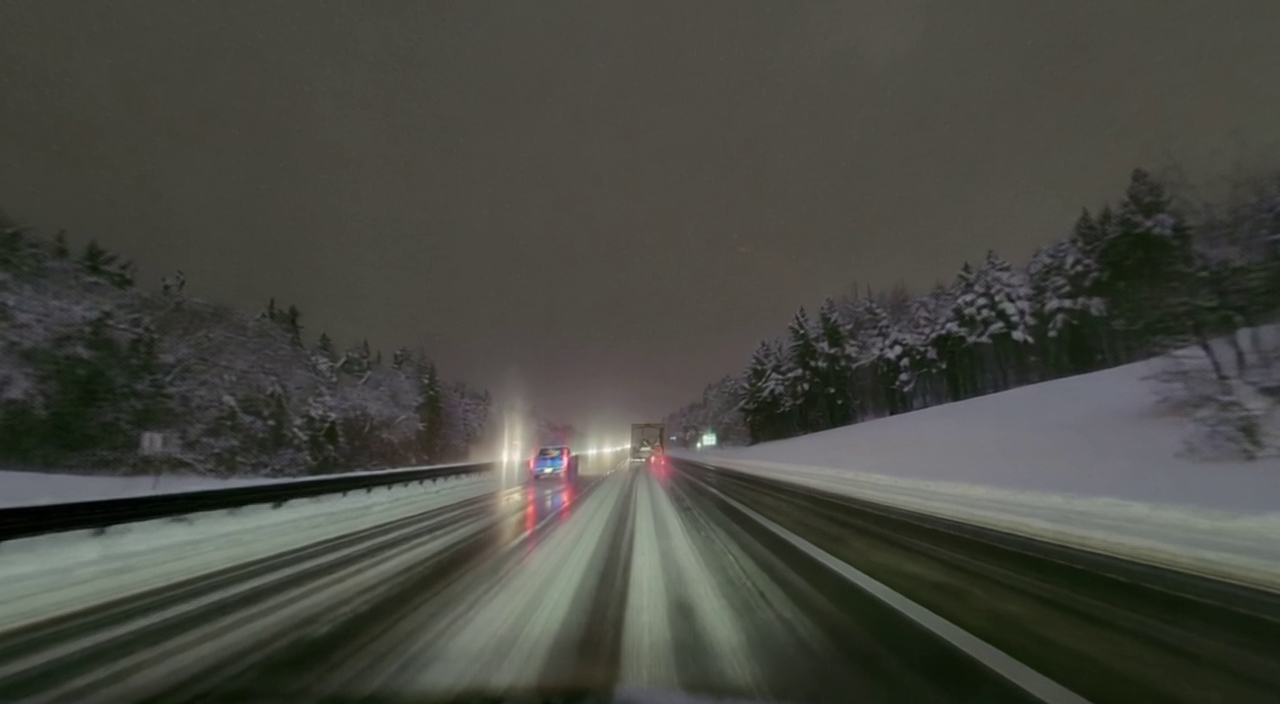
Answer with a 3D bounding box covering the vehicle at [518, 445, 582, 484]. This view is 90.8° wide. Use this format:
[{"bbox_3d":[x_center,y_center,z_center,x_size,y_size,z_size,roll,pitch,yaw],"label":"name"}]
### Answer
[{"bbox_3d":[-3.598,4.559,25.898,1.955,1.438,4.100,-1,-9,1],"label":"vehicle"}]
